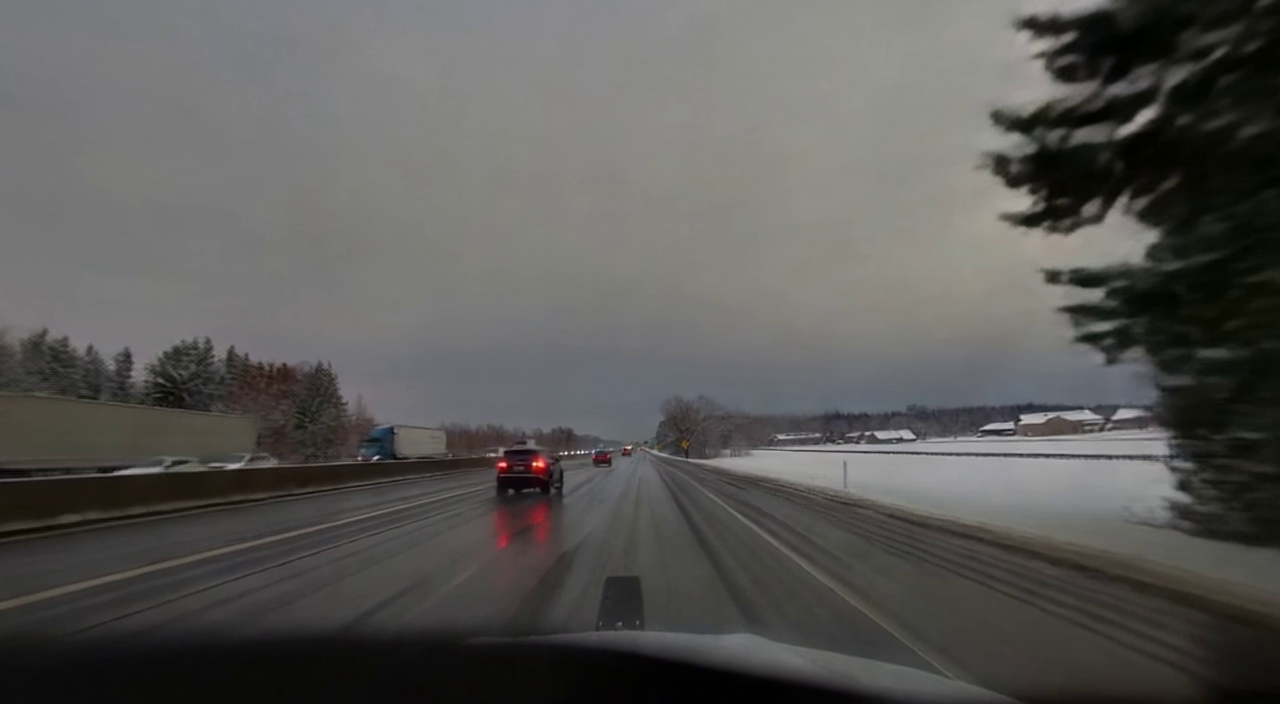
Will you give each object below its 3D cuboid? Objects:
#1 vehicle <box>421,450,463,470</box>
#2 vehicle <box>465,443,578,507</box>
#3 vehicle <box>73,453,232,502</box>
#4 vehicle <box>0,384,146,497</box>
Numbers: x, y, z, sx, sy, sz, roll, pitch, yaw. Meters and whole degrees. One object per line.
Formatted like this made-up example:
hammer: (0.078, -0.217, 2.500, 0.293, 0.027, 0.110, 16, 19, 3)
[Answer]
vehicle: (-15.481, 8.426, 49.472, 1.904, 1.501, 4.158, 0, -9, 0)
vehicle: (-3.000, 3.235, 17.018, 2.110, 1.500, 4.259, 0, -9, 1)
vehicle: (-15.464, 3.960, 20.364, 1.836, 1.395, 4.120, 0, -9, 0)
vehicle: (-23.424, 3.191, 22.661, 3.037, 3.822, 10.142, 0, -9, 0)
